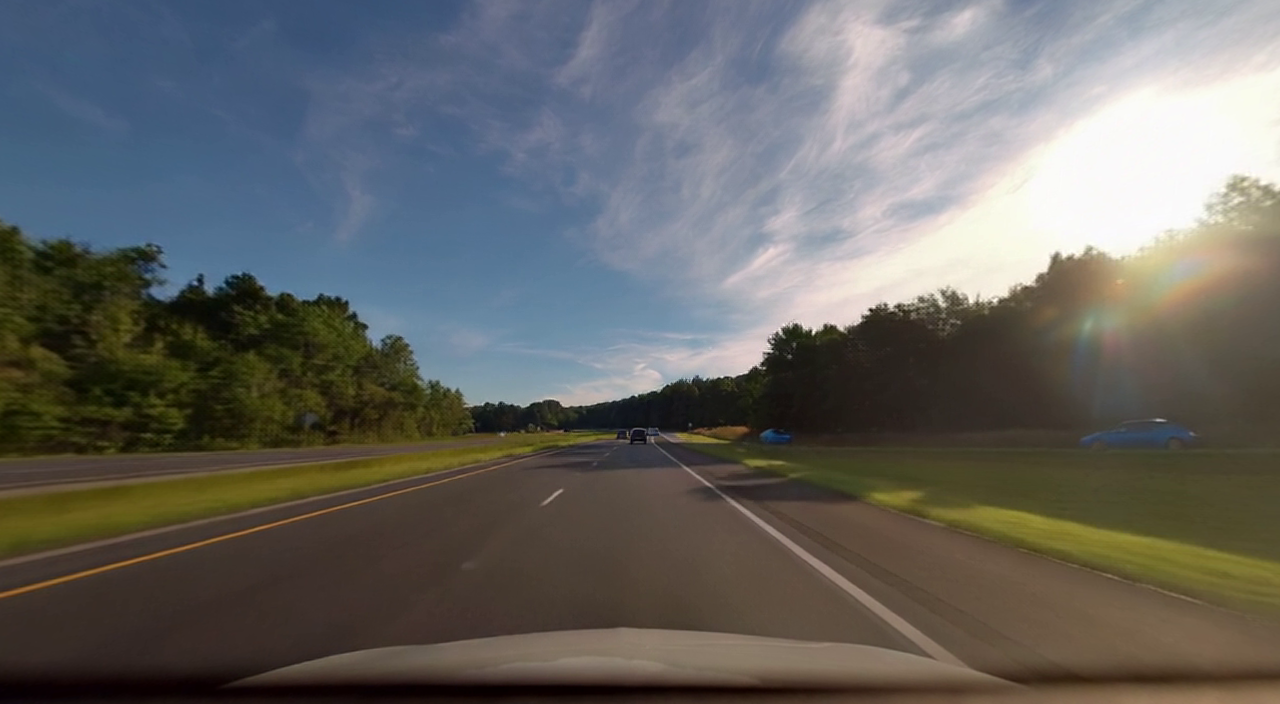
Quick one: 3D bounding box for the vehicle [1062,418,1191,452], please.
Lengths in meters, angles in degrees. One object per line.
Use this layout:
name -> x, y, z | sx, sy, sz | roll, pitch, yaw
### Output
vehicle -> 23.173, 3.997, 30.092 | 1.992, 1.486, 4.406 | 6, -10, -37
